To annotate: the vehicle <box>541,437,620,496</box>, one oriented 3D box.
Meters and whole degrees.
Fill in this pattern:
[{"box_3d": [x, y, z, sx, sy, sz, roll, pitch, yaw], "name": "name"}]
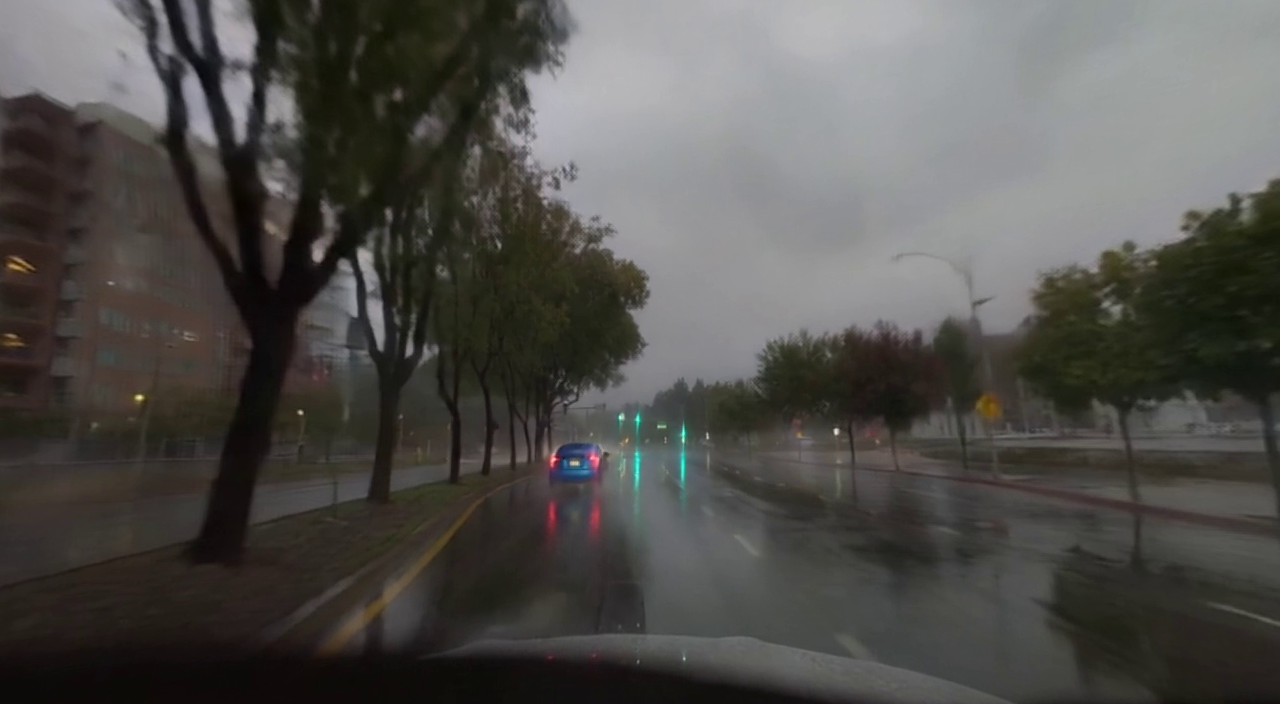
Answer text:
[{"box_3d": [-1.674, 3.286, 18.582, 2.042, 1.479, 4.601, 0, -8, -4], "name": "vehicle"}]
